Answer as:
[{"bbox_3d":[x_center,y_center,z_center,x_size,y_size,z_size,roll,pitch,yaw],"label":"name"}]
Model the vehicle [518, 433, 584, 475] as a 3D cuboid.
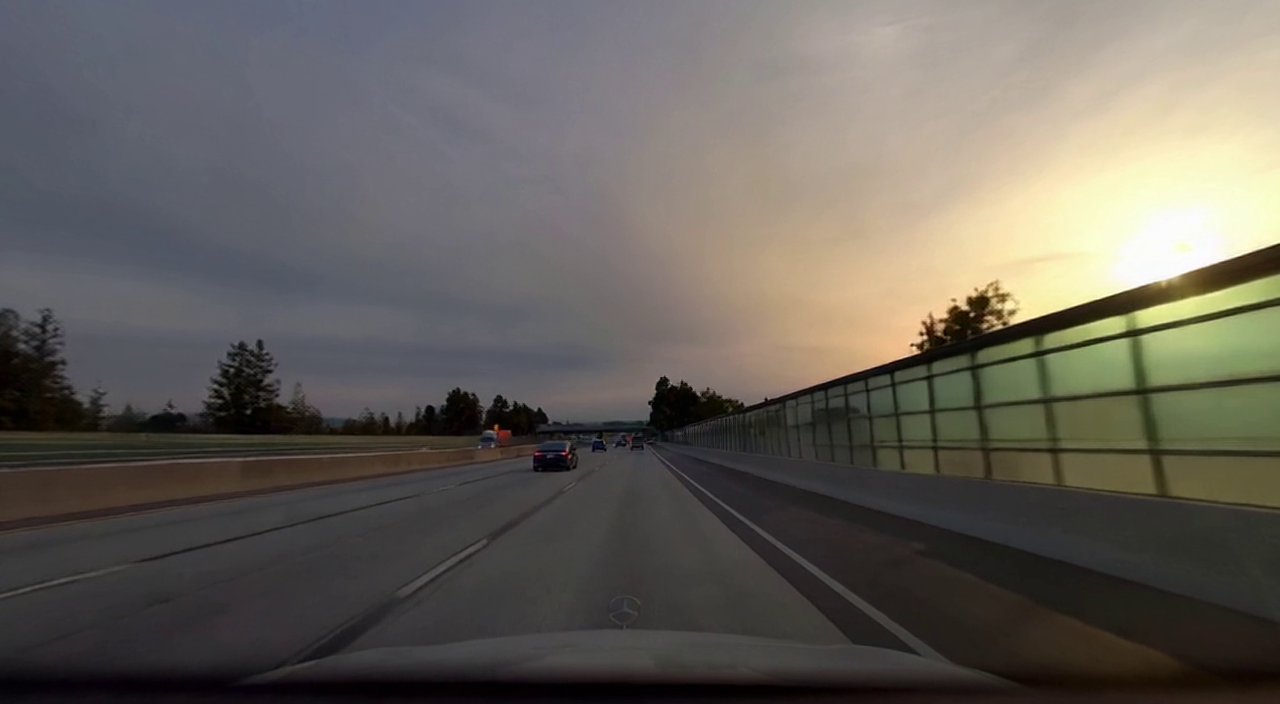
[{"bbox_3d":[-3.542,4.161,25.759,2.059,1.541,4.296,0,-8,0],"label":"vehicle"}]
